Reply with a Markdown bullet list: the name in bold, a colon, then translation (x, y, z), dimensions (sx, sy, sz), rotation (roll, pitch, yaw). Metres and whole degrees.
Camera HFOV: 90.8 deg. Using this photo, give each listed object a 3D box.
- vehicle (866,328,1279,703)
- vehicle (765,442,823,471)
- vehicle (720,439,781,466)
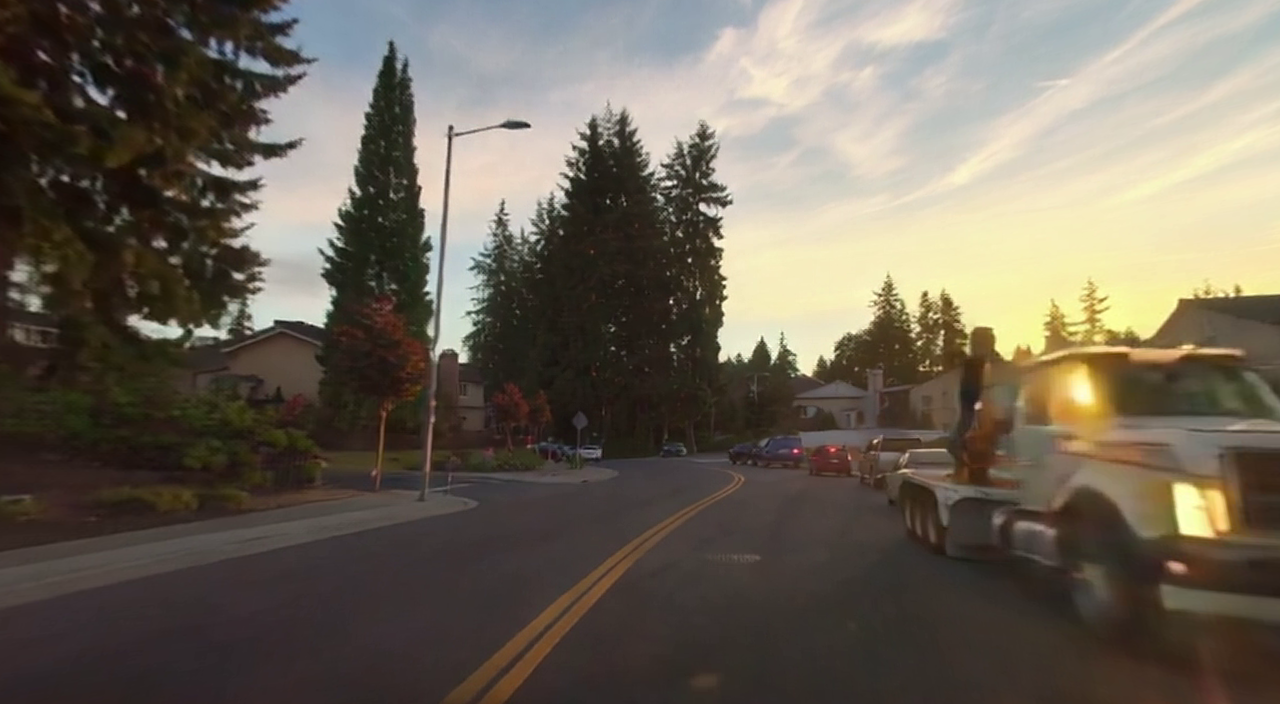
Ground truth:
- **vehicle**: translation (4.558, 1.411, 6.956), dimensions (2.874, 2.021, 7.293), rotation (-2, -9, 12)
- **vehicle**: translation (9.731, 6.643, 40.320), dimensions (1.967, 1.698, 4.649), rotation (2, -9, -8)
- **vehicle**: translation (8.316, 7.714, 48.414), dimensions (2.511, 1.904, 6.143), rotation (2, -9, -12)
